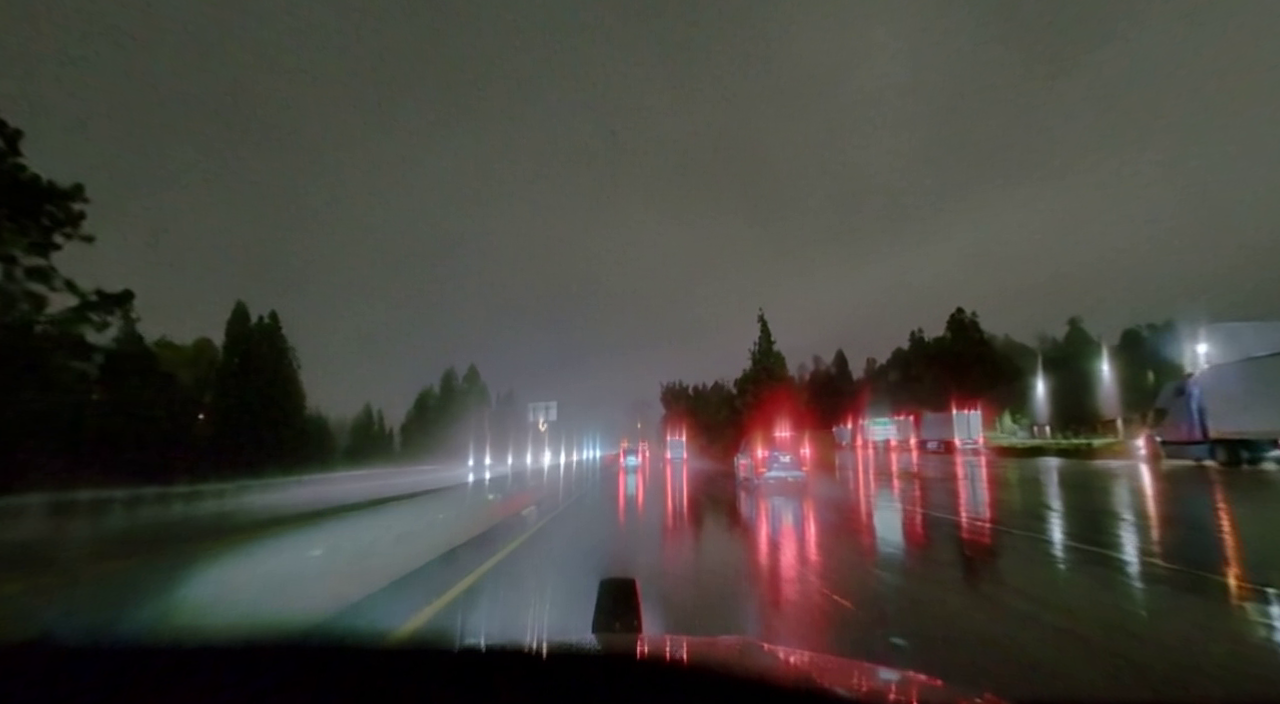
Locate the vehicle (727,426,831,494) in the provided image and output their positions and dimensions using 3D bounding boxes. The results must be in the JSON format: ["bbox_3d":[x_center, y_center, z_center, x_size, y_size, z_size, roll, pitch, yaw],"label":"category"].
[{"bbox_3d":[4.383,3.515,20.643,2.261,1.952,4.784,0,-9,-1],"label":"vehicle"}]

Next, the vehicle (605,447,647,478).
[{"bbox_3d":[-0.696,5.589,31.919,2.029,1.483,3.769,0,-9,-1],"label":"vehicle"}]
